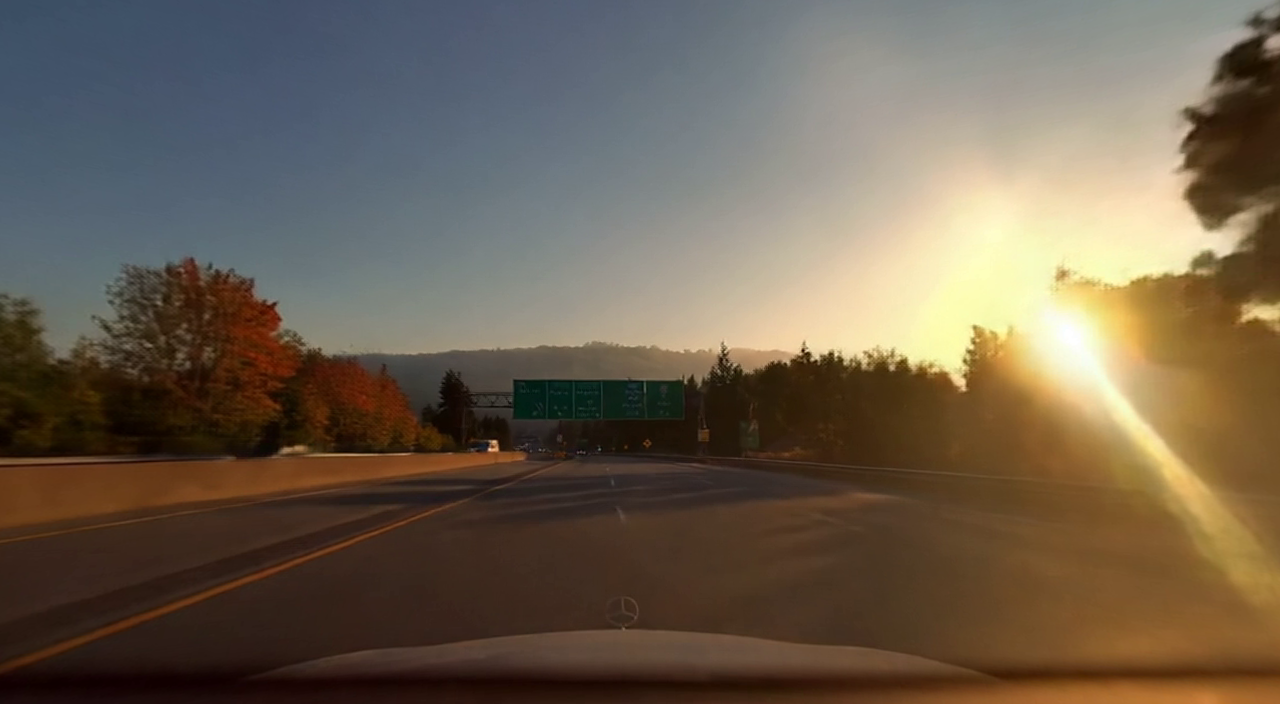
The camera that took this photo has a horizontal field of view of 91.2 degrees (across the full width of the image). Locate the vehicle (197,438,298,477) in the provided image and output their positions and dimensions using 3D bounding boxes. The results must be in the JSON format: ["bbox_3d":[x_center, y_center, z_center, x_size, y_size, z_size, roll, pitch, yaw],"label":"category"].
[{"bbox_3d":[-16.125,4.361,26.030,1.747,1.453,4.027,0,-9,-3],"label":"vehicle"}]
